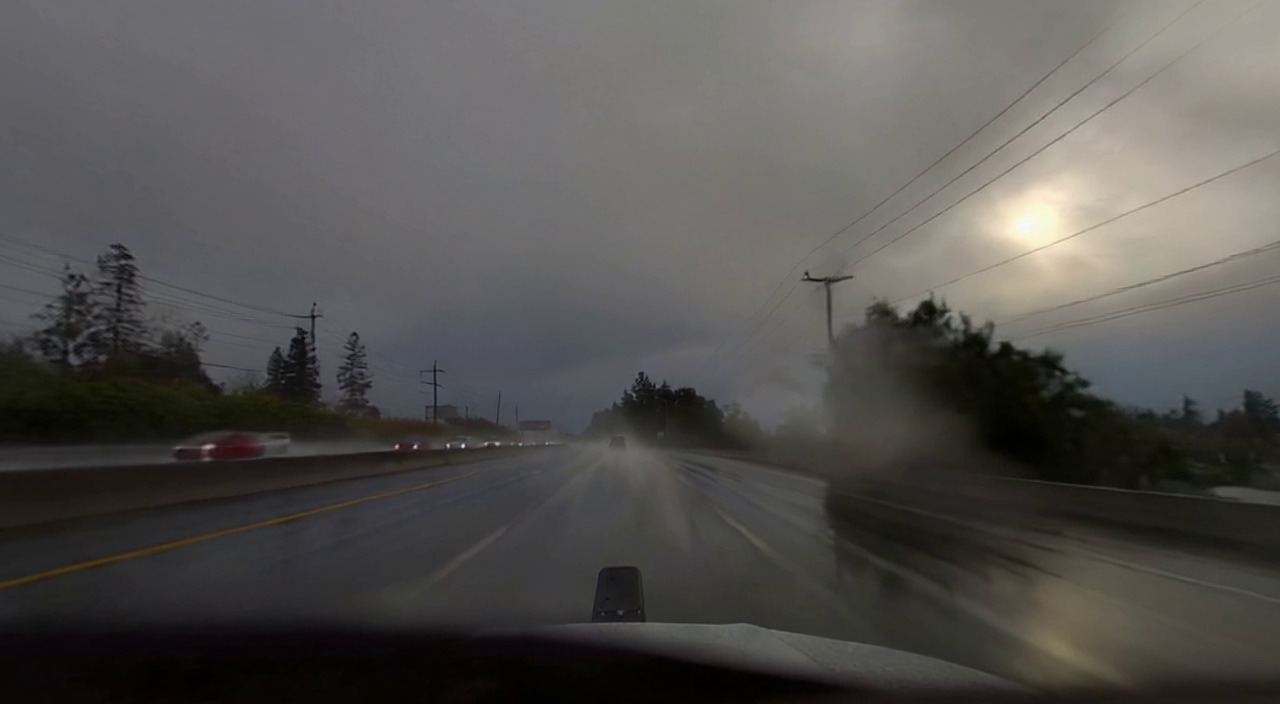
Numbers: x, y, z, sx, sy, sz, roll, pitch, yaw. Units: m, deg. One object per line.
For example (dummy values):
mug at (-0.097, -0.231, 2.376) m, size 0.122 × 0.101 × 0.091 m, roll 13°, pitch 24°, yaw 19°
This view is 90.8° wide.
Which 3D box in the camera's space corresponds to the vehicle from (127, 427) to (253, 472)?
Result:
vehicle at (-18.571, 4.054, 26.397) m, size 1.965 × 1.682 × 4.576 m, roll 0°, pitch -8°, yaw -2°
